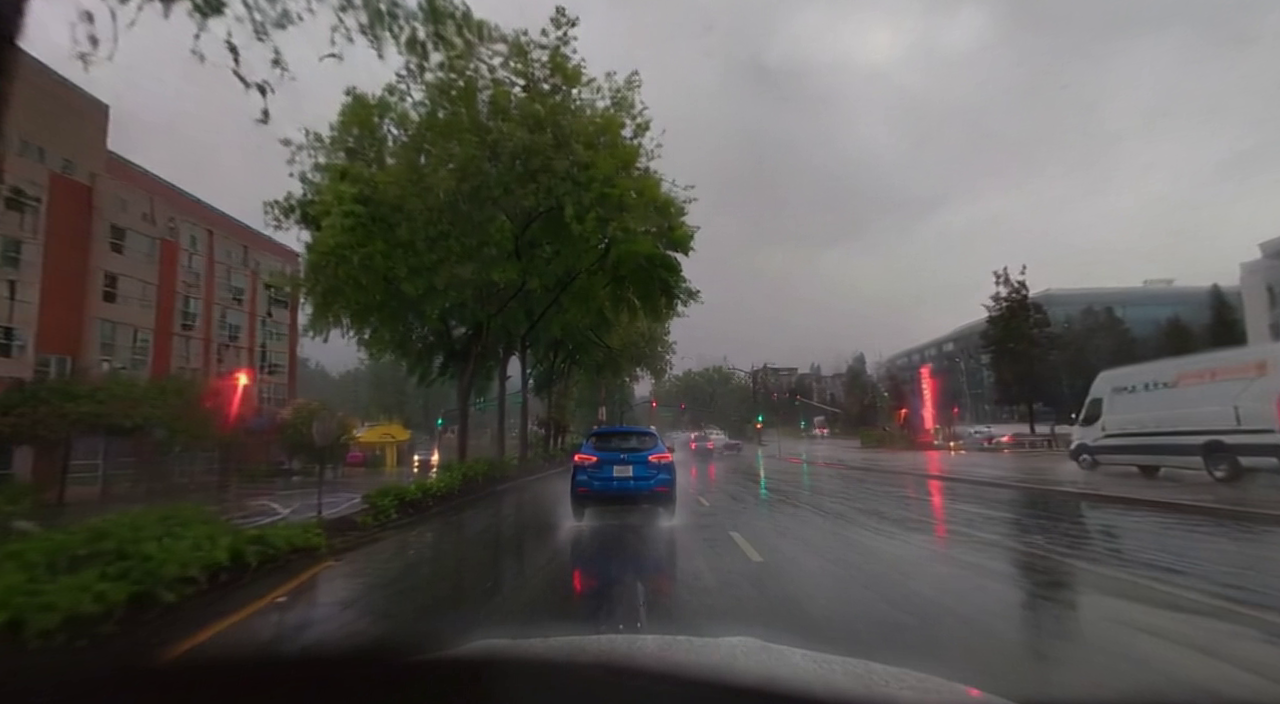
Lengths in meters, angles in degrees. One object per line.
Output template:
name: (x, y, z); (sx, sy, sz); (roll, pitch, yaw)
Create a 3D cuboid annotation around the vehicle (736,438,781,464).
vehicle: (6.798, 5.738, 36.662); (1.777, 1.443, 3.942); (0, -9, -1)

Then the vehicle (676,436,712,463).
vehicle: (3.303, 6.101, 39.647); (1.929, 1.590, 4.287); (0, -9, 1)

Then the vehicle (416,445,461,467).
vehicle: (-15.643, 8.100, 49.325); (1.834, 1.622, 4.569); (0, -9, 2)

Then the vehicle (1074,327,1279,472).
vehicle: (18.591, 1.816, 20.270); (3.269, 3.755, 8.862); (0, -9, 3)

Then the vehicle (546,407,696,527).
vehicle: (-0.295, 2.080, 11.845); (2.277, 1.816, 4.192); (0, -9, 0)
